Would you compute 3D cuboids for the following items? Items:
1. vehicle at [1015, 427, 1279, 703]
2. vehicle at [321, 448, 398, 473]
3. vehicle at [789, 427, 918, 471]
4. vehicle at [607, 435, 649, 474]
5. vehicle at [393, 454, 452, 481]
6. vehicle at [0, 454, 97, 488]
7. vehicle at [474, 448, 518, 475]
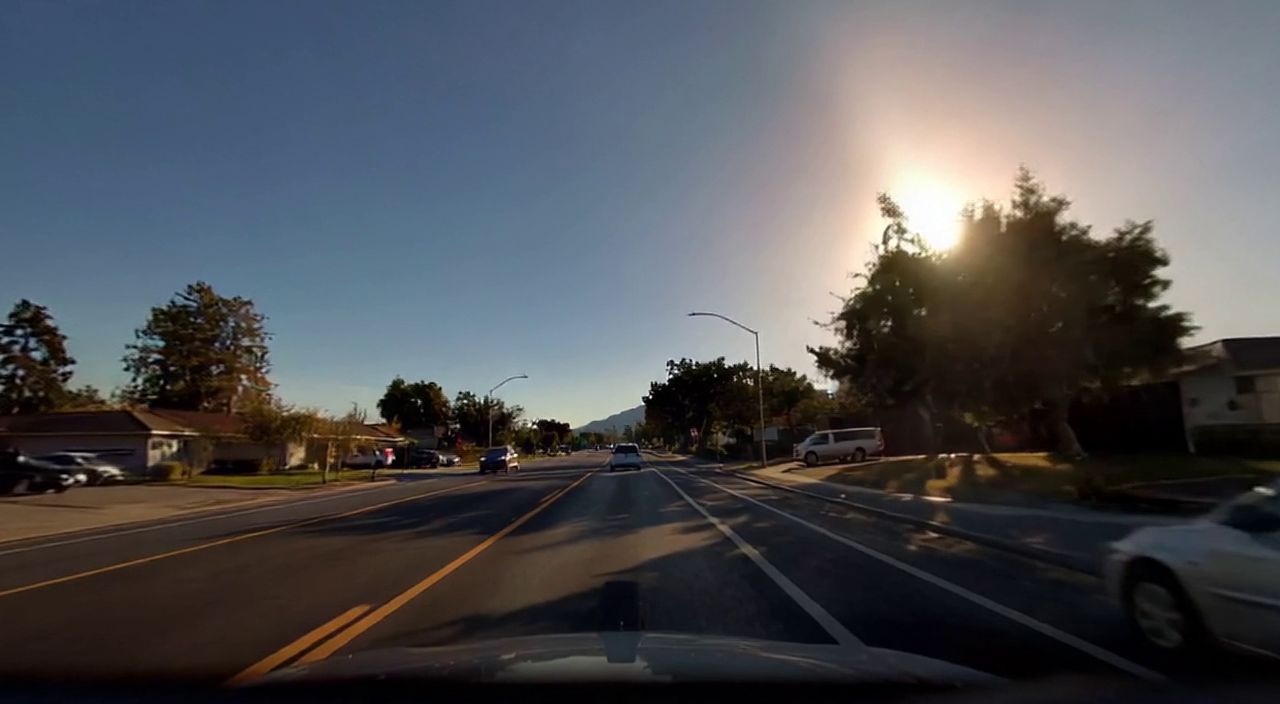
[{"bbox_3d":[4.317,1.082,2.914,2.001,1.480,5.022,0,-8,-1],"label":"vehicle"},{"bbox_3d":[-20.213,7.835,45.701,4.627,1.720,1.983,0,-9,-5],"label":"vehicle"},{"bbox_3d":[10.475,4.761,31.275,5.526,1.849,2.213,-2,-6,-2],"label":"vehicle"},{"bbox_3d":[-0.607,5.608,34.807,2.153,1.942,4.767,0,-8,0],"label":"vehicle"},{"bbox_3d":[-13.488,7.152,39.444,1.950,1.530,4.856,0,-8,0],"label":"vehicle"},{"bbox_3d":[-27.571,5.313,28.354,4.428,1.450,2.173,0,-8,2],"label":"vehicle"},{"bbox_3d":[-8.735,6.659,38.506,1.791,1.514,3.702,0,-8,0],"label":"vehicle"}]
